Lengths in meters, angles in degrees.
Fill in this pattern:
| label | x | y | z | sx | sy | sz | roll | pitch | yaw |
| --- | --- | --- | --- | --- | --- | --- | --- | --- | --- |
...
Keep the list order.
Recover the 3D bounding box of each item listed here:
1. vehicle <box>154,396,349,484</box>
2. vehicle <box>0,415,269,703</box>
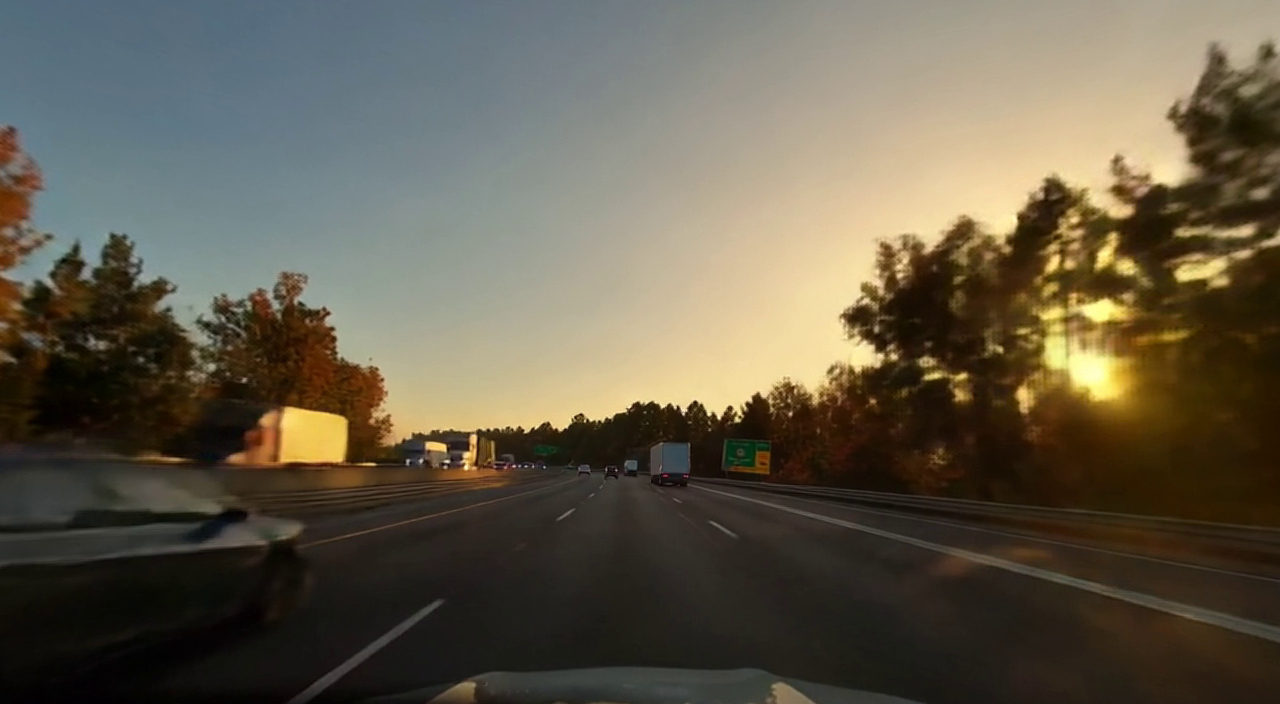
| label | x | y | z | sx | sy | sz | roll | pitch | yaw |
| --- | --- | --- | --- | --- | --- | --- | --- | --- | --- |
| vehicle | -12.002 | 2.953 | 20.260 | 2.336 | 2.353 | 6.170 | 1 | -11 | -1 |
| vehicle | -3.865 | 1.048 | 2.978 | 1.868 | 1.485 | 3.770 | 1 | -11 | 0 |
